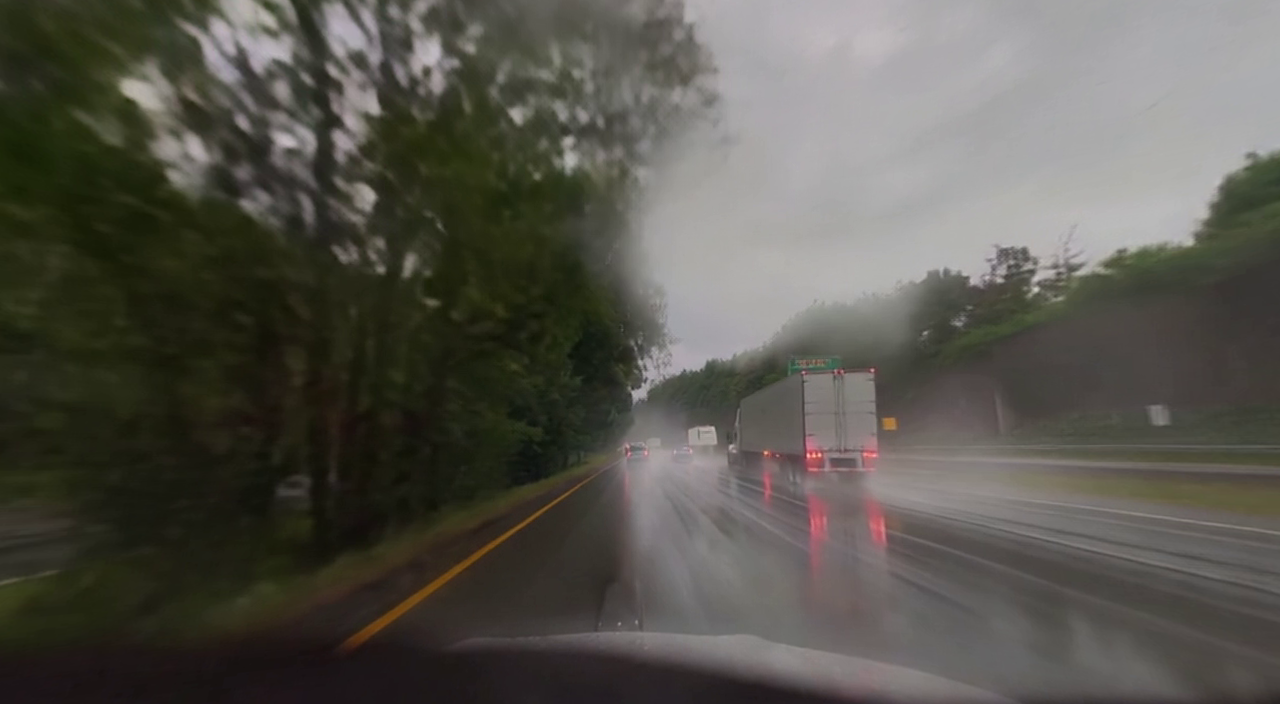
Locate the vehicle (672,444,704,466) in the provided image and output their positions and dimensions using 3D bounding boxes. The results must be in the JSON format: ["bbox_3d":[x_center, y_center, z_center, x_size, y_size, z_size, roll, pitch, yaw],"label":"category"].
[{"bbox_3d":[3.597,7.795,47.744,2.025,1.534,4.179,0,-9,-1],"label":"vehicle"}]

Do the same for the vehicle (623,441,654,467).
[{"bbox_3d":[-0.095,7.414,45.793,2.114,1.706,4.106,0,-9,0],"label":"vehicle"}]

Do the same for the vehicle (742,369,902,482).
[{"bbox_3d":[7.716,3.697,29.766,3.044,4.073,14.016,0,-9,-1],"label":"vehicle"}]
